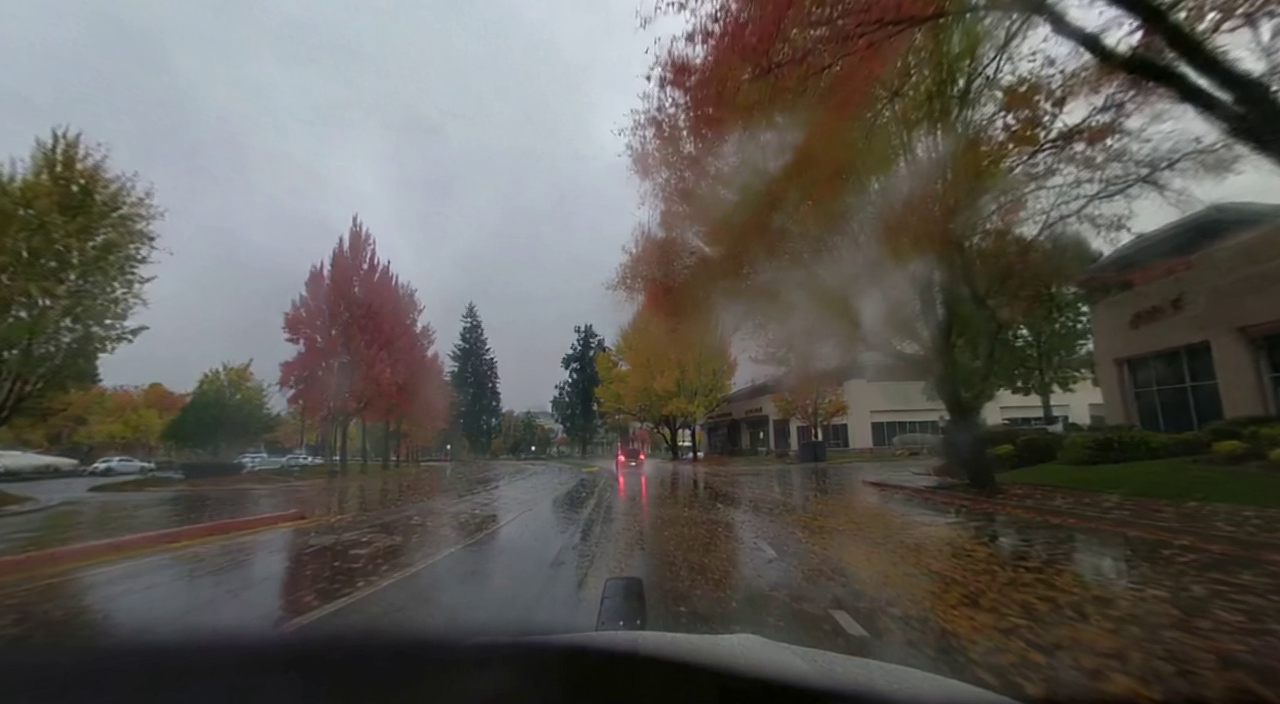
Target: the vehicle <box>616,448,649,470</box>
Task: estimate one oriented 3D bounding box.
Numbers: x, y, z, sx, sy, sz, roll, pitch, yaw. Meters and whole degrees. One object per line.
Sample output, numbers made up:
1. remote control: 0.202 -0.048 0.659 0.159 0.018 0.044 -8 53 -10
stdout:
1. vehicle: -0.619 7.570 44.762 2.018 1.512 4.304 1 -9 -5
